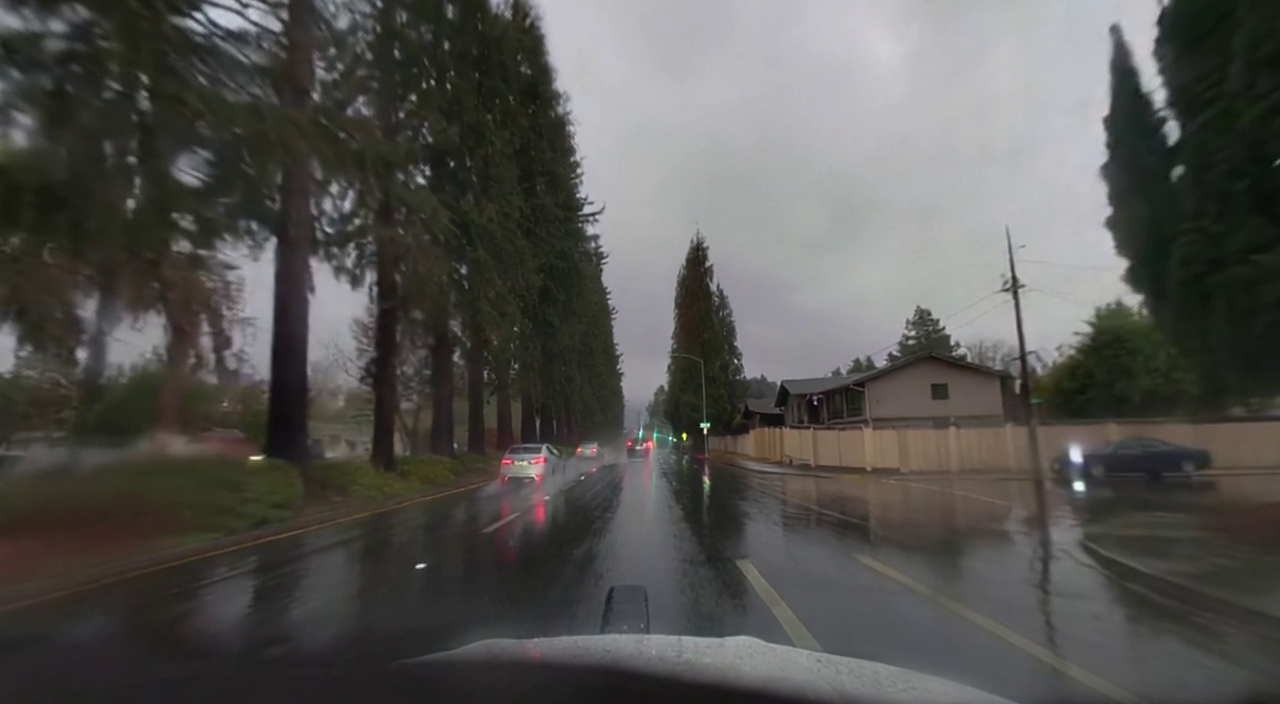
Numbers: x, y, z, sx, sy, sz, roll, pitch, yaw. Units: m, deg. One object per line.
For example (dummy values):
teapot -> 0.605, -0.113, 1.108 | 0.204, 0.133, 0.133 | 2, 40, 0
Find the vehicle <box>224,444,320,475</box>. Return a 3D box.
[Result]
vehicle -> -19.939, 5.821, 34.487 | 2.041, 1.566, 5.174 | 0, -8, 1

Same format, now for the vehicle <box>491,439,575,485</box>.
vehicle -> -3.723, 3.925, 22.914 | 2.188, 1.473, 4.651 | 0, -8, 1

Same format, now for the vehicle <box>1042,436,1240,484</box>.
vehicle -> 17.194, 3.716, 21.867 | 4.970, 1.575, 2.140 | 0, -8, 2
